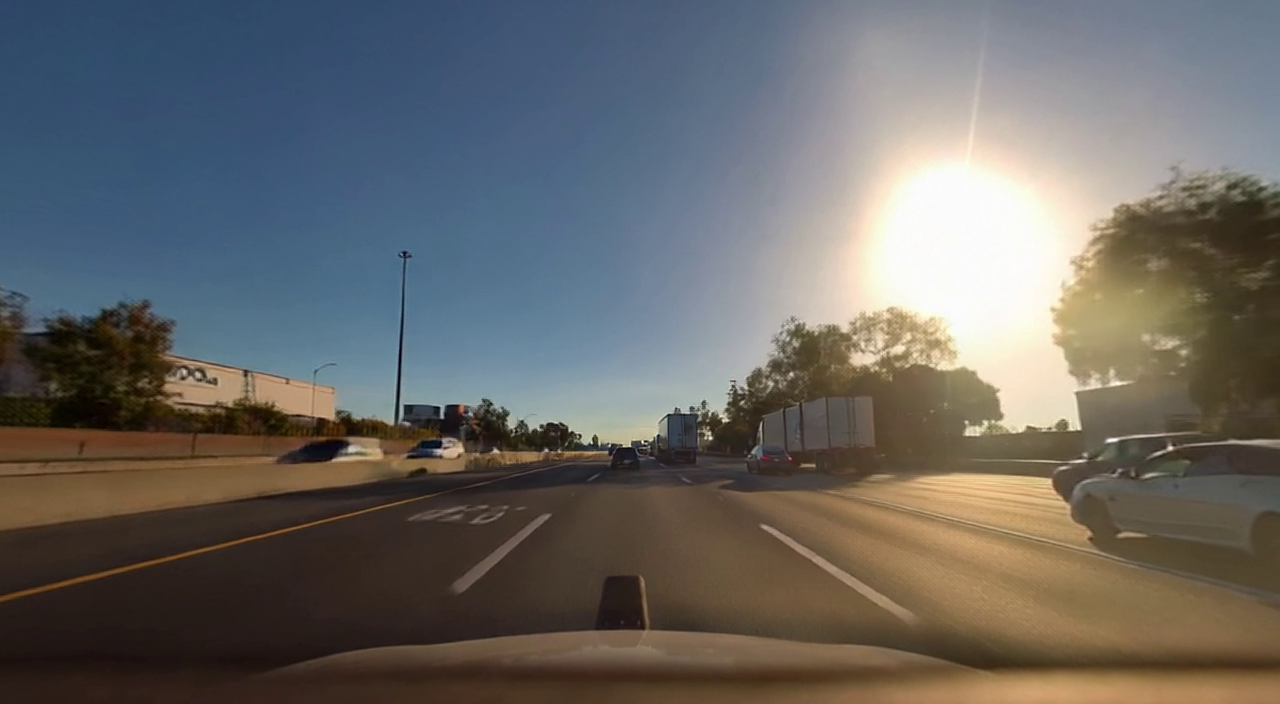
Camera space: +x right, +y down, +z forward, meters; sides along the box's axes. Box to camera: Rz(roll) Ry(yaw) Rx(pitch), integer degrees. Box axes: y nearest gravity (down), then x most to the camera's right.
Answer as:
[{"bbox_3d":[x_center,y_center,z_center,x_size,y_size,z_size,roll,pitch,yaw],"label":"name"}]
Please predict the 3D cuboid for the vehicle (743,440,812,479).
[{"bbox_3d":[6.253,4.952,29.304,2.154,1.658,4.347,0,-9,0],"label":"vehicle"}]

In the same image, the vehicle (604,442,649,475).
[{"bbox_3d":[-0.680,5.406,32.183,2.163,1.551,4.180,0,-9,-1],"label":"vehicle"}]

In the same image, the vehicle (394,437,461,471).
[{"bbox_3d":[-12.896,6.227,38.724,2.179,1.895,5.631,0,-9,-1],"label":"vehicle"}]

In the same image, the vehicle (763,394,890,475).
[{"bbox_3d":[11.312,5.589,41.268,2.898,4.171,17.188,0,-9,-1],"label":"vehicle"}]

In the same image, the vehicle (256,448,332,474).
[{"bbox_3d":[-20.662,6.518,37.968,1.895,1.457,4.677,0,-9,0],"label":"vehicle"}]

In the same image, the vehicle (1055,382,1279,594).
[{"bbox_3d":[7.309,1.341,6.320,2.369,2.007,5.700,0,-9,0],"label":"vehicle"}]
